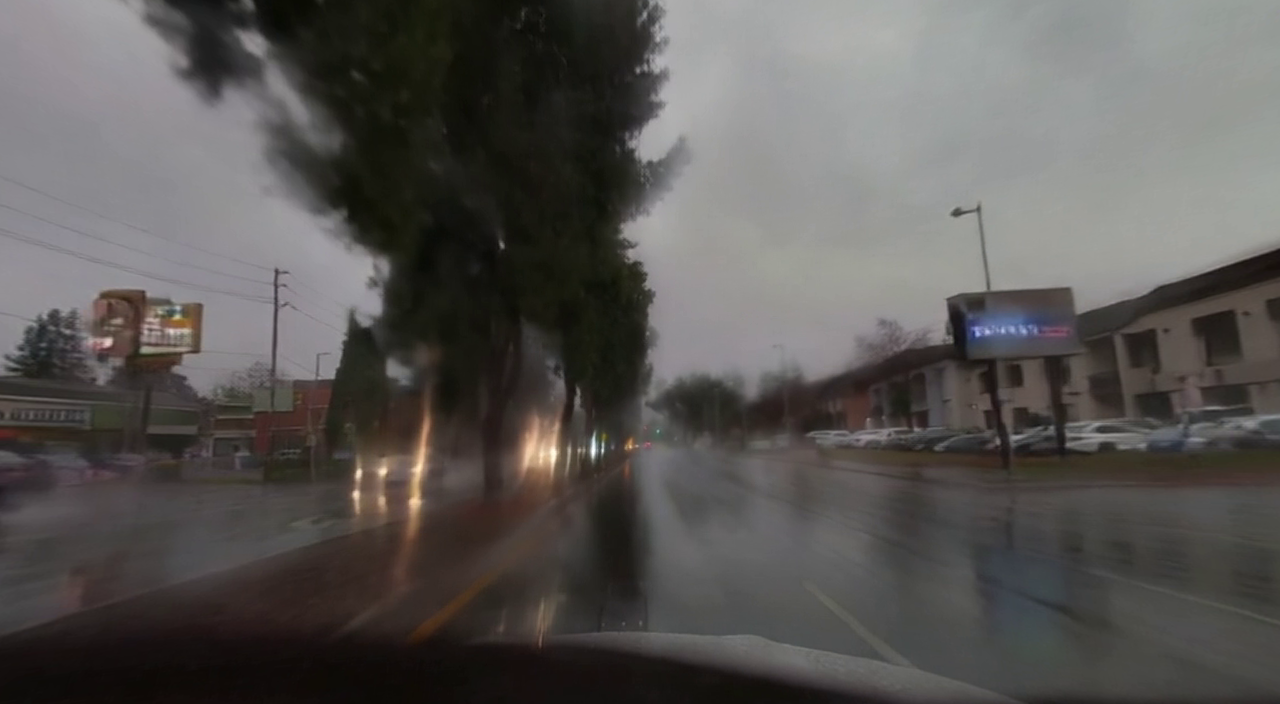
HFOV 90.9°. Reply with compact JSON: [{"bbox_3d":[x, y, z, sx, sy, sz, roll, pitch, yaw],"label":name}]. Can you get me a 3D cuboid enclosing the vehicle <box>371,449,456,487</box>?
[{"bbox_3d":[-9.787,5.023,27.701,1.942,1.468,4.708,0,-9,1],"label":"vehicle"}]
